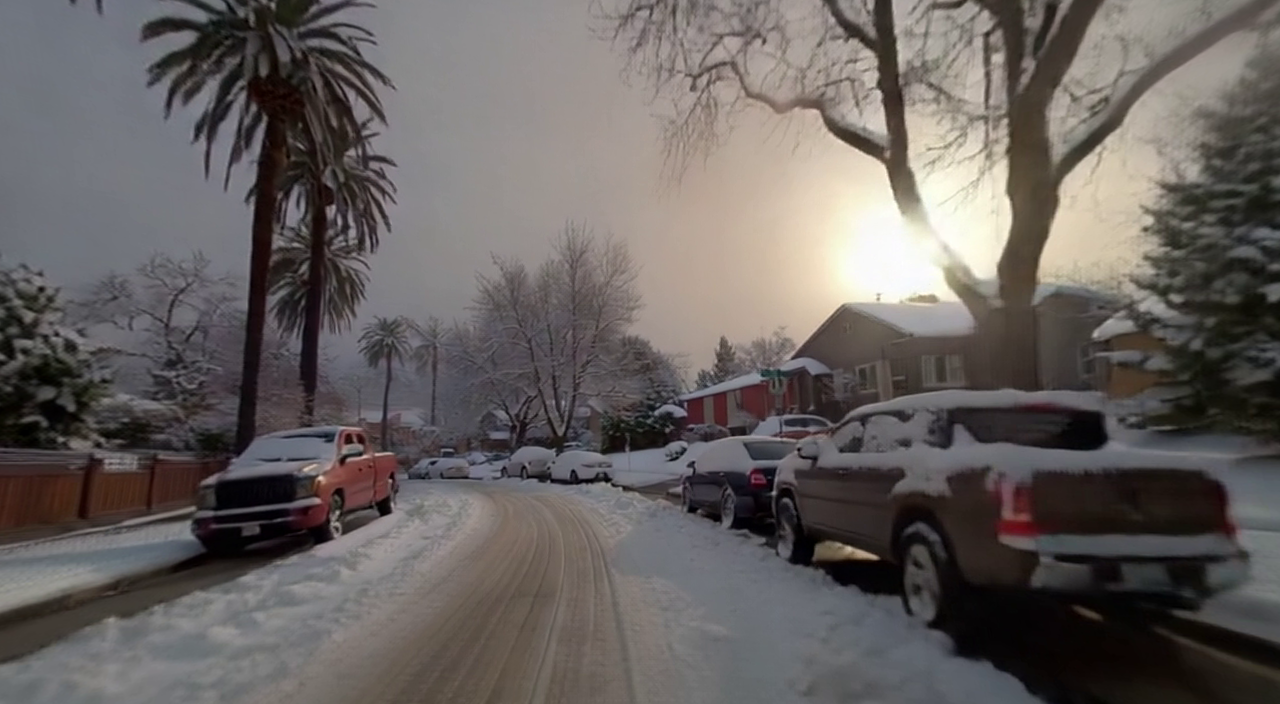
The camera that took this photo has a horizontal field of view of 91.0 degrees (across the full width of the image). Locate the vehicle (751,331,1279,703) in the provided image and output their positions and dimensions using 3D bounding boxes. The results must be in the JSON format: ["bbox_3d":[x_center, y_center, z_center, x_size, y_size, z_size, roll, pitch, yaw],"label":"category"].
[{"bbox_3d":[2.745,1.240,5.872,2.139,1.997,4.864,1,-8,-5],"label":"vehicle"}]

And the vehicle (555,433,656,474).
[{"bbox_3d":[-2.033,5.996,37.286,5.510,2.121,2.129,-1,-9,16],"label":"vehicle"}]

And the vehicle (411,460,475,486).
[{"bbox_3d":[-13.008,7.878,41.331,2.006,1.484,4.768,8,-12,-44],"label":"vehicle"}]

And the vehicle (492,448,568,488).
[{"bbox_3d":[-5.475,5.631,30.870,1.918,1.753,4.655,5,-10,-32],"label":"vehicle"}]

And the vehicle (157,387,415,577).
[{"bbox_3d":[-5.984,2.238,11.740,2.337,2.289,6.092,-6,-8,-12],"label":"vehicle"}]

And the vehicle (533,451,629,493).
[{"bbox_3d":[-2.570,4.885,26.167,2.108,1.503,4.977,5,-10,-29],"label":"vehicle"}]
